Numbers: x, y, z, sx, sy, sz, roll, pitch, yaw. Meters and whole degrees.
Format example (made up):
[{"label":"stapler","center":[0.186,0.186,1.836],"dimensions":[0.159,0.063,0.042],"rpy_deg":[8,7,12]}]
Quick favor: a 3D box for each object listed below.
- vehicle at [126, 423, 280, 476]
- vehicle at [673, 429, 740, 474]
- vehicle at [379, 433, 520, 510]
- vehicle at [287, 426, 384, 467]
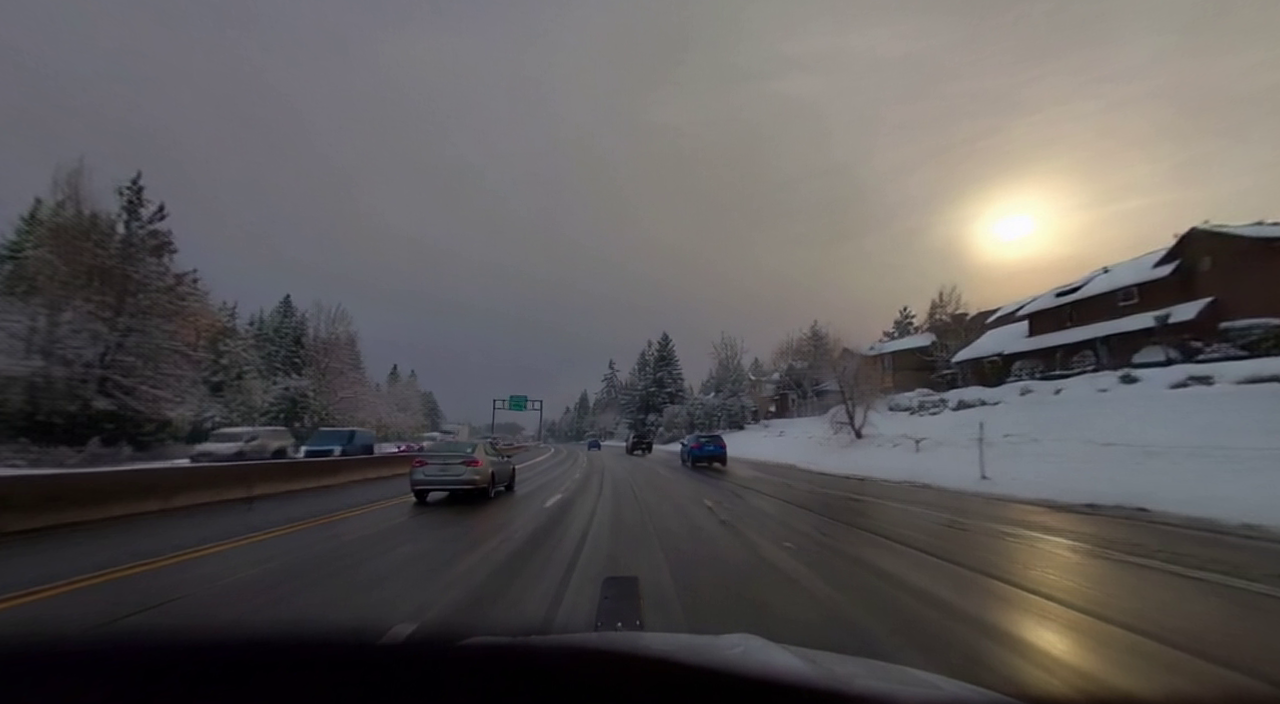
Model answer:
[{"label":"vehicle","center":[-17.220,3.892,25.350],"dimensions":[2.353,1.866,5.671],"rpy_deg":[0,-9,-3]},{"label":"vehicle","center":[2.638,4.111,26.196],"dimensions":[2.092,1.686,4.188],"rpy_deg":[0,-9,-3]},{"label":"vehicle","center":[-4.254,2.729,14.912],"dimensions":[2.036,1.528,4.400],"rpy_deg":[0,-9,-1]},{"label":"vehicle","center":[-13.062,4.097,27.325],"dimensions":[2.160,1.618,4.188],"rpy_deg":[0,-9,-1]}]
